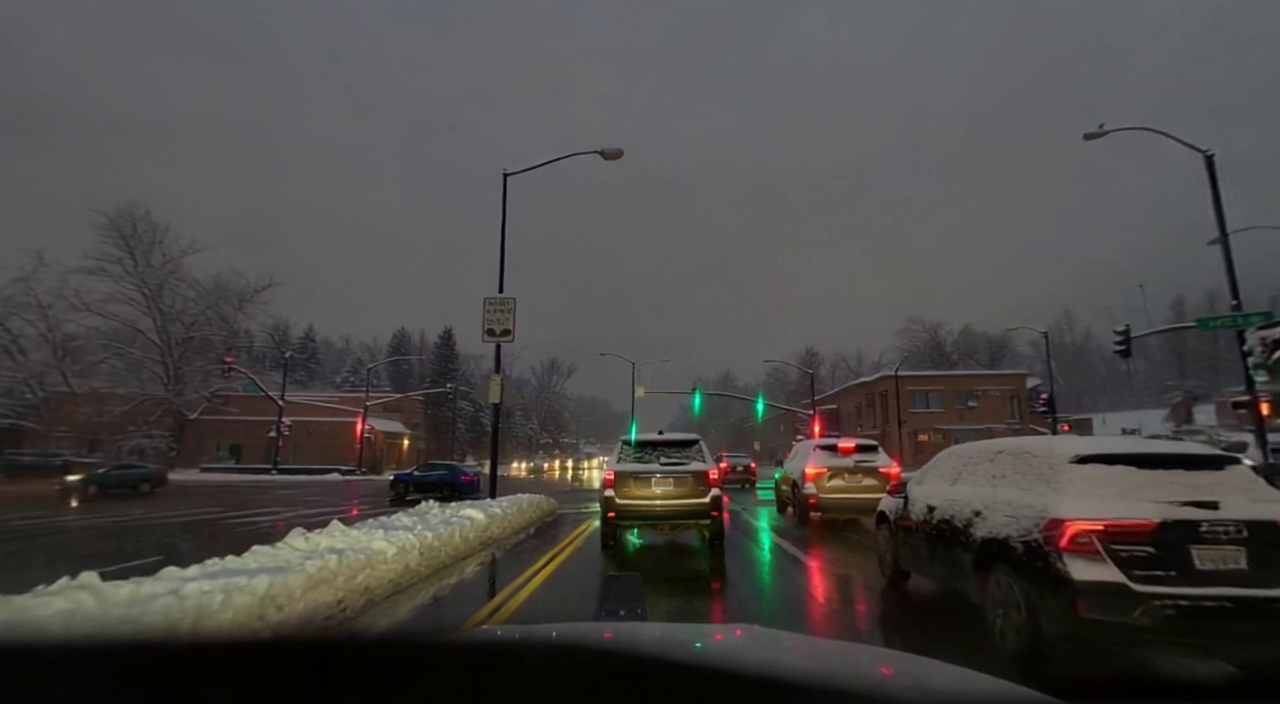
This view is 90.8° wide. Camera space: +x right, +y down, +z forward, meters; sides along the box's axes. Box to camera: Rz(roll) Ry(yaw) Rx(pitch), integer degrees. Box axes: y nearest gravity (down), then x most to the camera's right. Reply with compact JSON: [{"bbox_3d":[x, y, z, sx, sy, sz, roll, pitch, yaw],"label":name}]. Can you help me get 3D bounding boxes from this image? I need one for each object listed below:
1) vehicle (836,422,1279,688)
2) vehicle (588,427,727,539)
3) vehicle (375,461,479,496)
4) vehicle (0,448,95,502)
[{"bbox_3d":[3.569,1.540,6.113,2.056,1.516,4.776,-1,-9,3],"label":"vehicle"},{"bbox_3d":[0.219,2.507,12.766,2.292,1.840,4.394,0,-9,-2],"label":"vehicle"},{"bbox_3d":[-9.606,5.655,28.397,4.447,1.430,1.885,-5,-12,30],"label":"vehicle"},{"bbox_3d":[-25.017,4.779,24.783,5.062,1.946,2.243,0,-9,0],"label":"vehicle"}]
